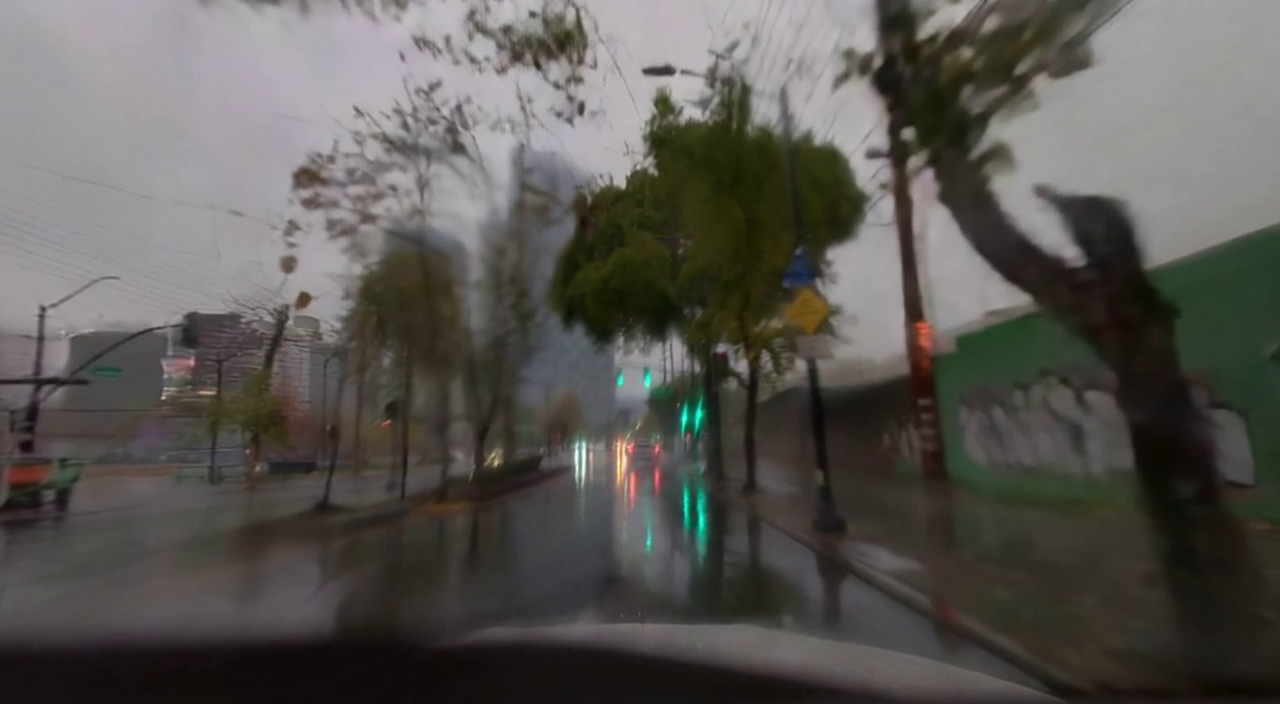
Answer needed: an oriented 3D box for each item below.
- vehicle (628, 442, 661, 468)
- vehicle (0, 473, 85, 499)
[{"bbox_3d":[0.270,6.823,42.029,2.105,1.611,3.750,0,-9,-1],"label":"vehicle"},{"bbox_3d":[-38.208,8.475,39.958,4.303,1.463,1.877,0,-9,-2],"label":"vehicle"}]
